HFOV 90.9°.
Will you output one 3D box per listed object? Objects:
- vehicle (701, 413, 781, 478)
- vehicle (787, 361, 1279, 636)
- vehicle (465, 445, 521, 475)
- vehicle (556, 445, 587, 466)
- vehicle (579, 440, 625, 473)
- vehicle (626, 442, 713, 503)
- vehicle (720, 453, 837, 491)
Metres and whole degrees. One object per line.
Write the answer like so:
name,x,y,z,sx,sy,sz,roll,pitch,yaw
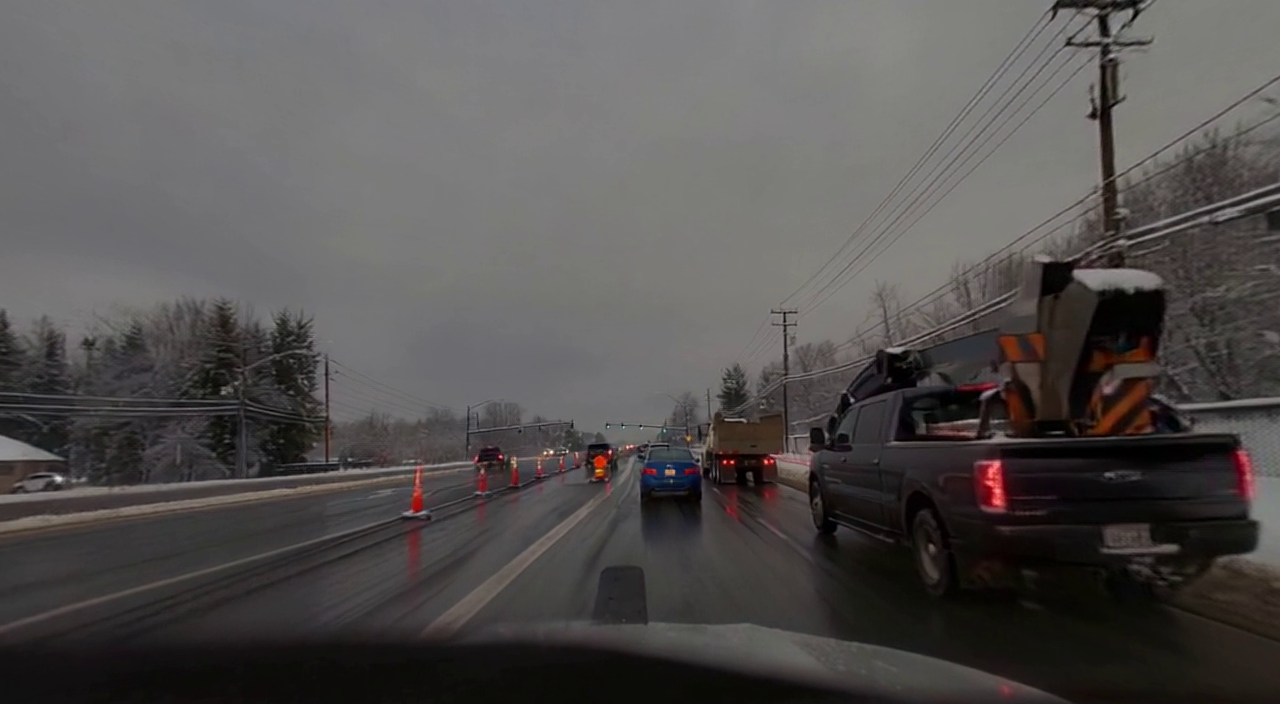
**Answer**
vehicle,4.861,4.658,31.577,2.953,2.907,6.339,0,-8,0
vehicle,3.854,1.524,7.806,2.555,2.017,6.201,0,-9,0
vehicle,-7.909,5.843,34.494,2.018,1.490,4.926,0,-8,-2
vehicle,-5.284,8.095,49.352,1.999,1.538,4.325,0,-9,-1
vehicle,-2.103,5.944,35.992,1.989,1.729,4.184,-1,-9,5
vehicle,0.742,3.248,17.485,2.128,1.473,4.272,0,-8,1
vehicle,5.030,4.569,24.536,2.554,1.217,7.611,0,-9,-2
